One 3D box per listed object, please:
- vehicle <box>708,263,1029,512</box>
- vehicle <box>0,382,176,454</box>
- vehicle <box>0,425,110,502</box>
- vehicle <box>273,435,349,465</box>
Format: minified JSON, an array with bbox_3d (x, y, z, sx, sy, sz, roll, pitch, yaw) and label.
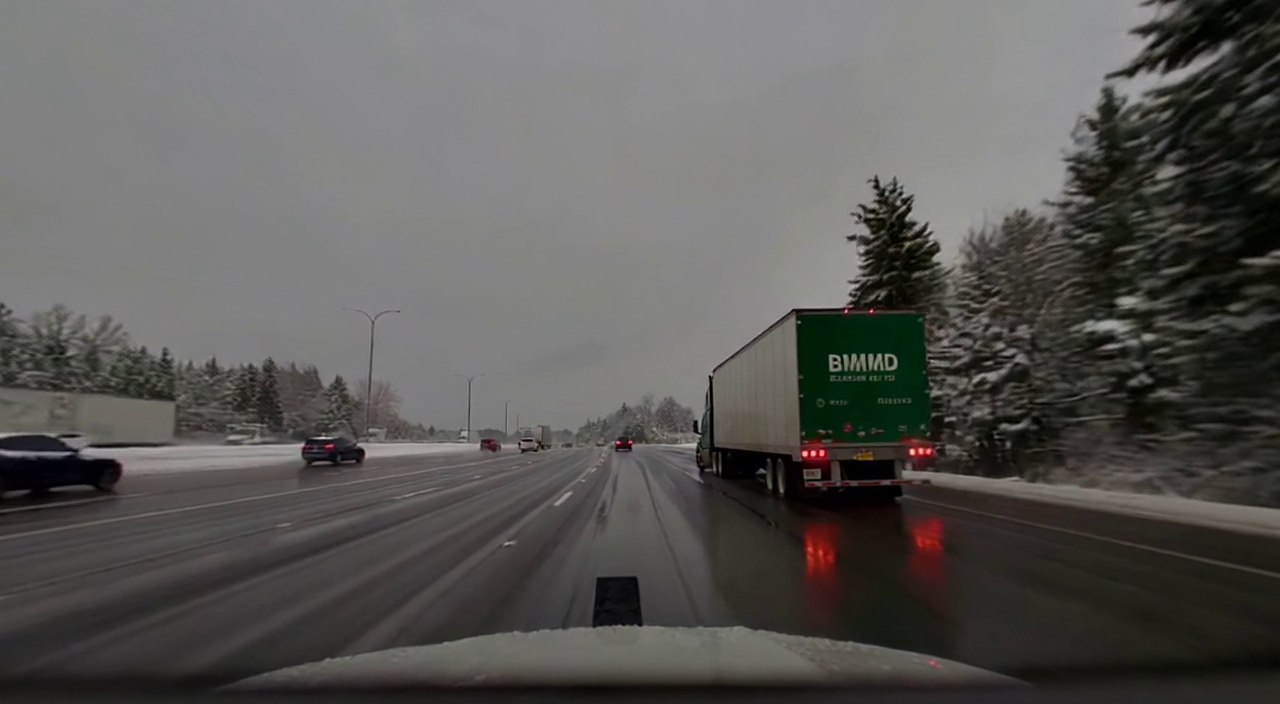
[{"bbox_3d":[4.357,1.609,17.442,2.891,3.944,15.051,0,-8,-2],"label":"vehicle"},{"bbox_3d":[-38.659,4.700,42.474,2.924,4.077,16.538,0,-8,-2],"label":"vehicle"},{"bbox_3d":[-14.720,2.400,13.578,1.970,1.618,5.364,0,-8,0],"label":"vehicle"},{"bbox_3d":[-18.437,5.514,35.660,1.913,1.540,4.540,0,-8,-1],"label":"vehicle"}]
